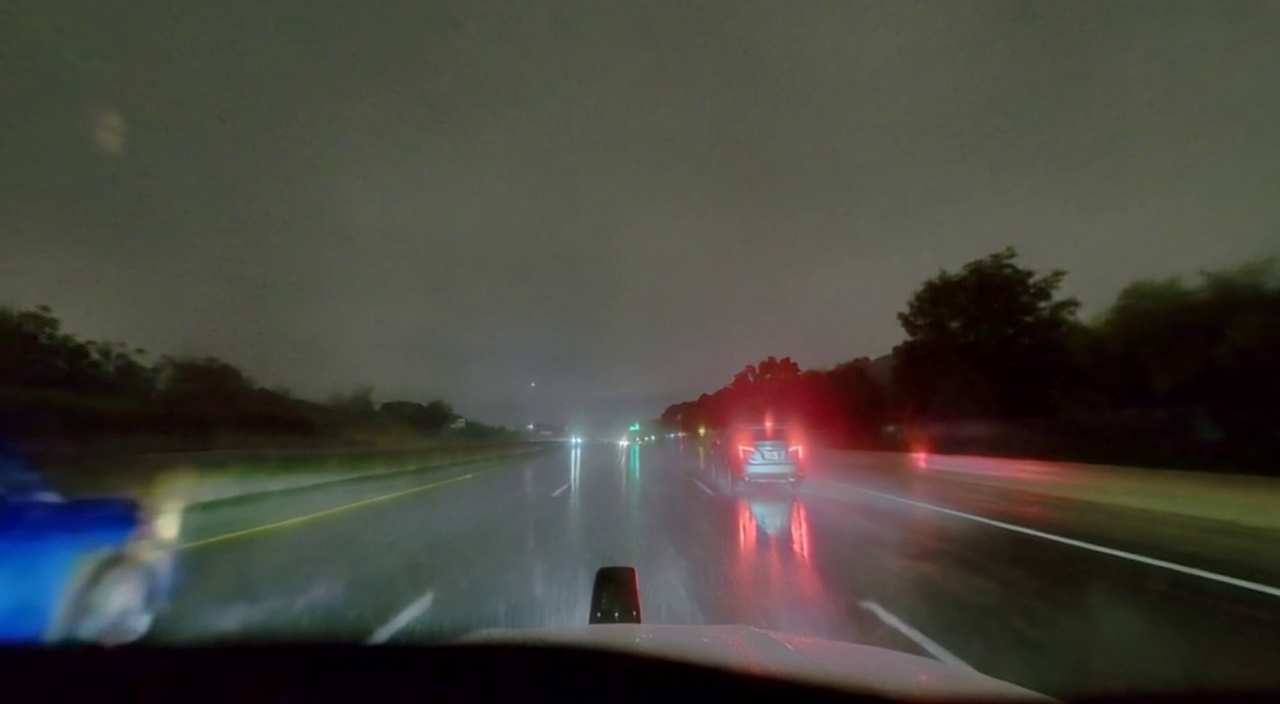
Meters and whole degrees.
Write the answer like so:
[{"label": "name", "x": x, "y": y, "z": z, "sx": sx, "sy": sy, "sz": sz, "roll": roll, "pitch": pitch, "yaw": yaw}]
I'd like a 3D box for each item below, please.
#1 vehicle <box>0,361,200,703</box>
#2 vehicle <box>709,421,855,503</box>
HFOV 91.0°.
[{"label": "vehicle", "x": -3.735, "y": 0.701, "z": 1.512, "sx": 2.206, "sy": 1.604, "sz": 4.374, "roll": 0, "pitch": -8, "yaw": -1}, {"label": "vehicle", "x": 3.129, "y": 2.540, "z": 14.968, "sx": 2.349, "sy": 1.651, "sz": 4.161, "roll": 0, "pitch": -8, "yaw": -2}]
